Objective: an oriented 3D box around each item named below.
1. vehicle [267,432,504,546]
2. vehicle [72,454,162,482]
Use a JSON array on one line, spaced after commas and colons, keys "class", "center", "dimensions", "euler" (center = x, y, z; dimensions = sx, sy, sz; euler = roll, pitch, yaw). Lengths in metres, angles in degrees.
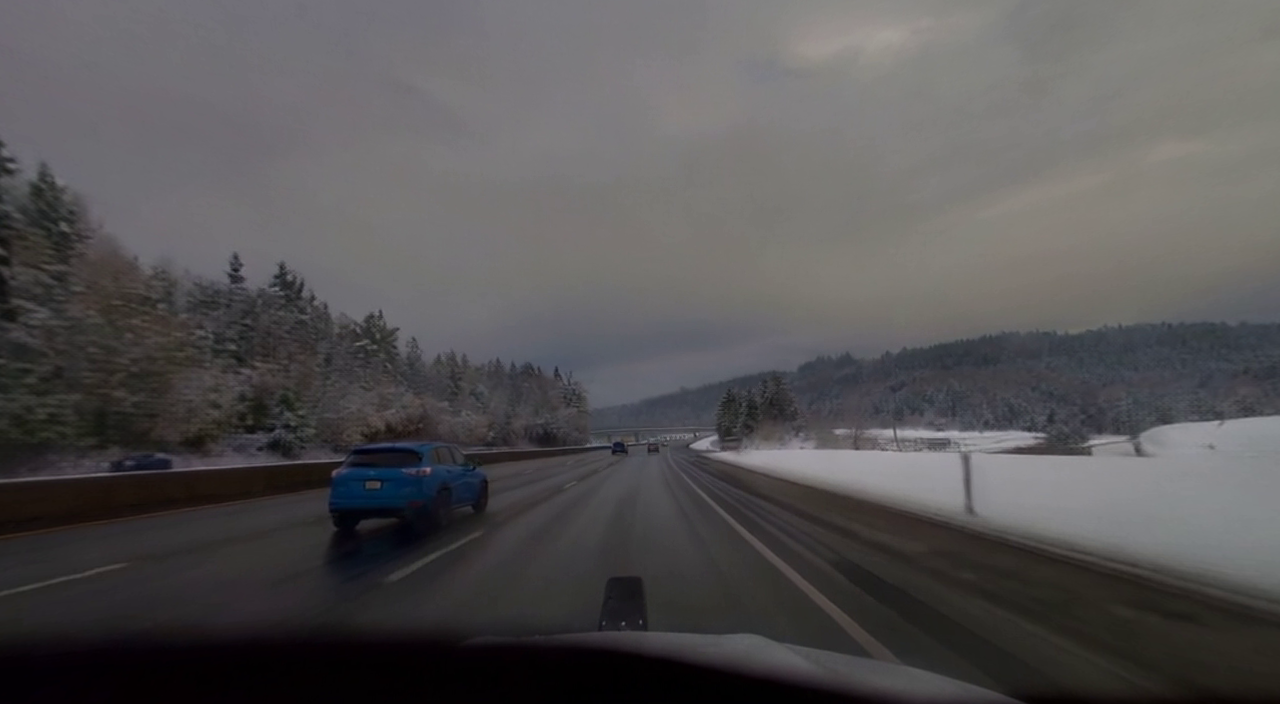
[{"class": "vehicle", "center": [-3.821, 2.136, 10.519], "dimensions": [1.996, 1.454, 4.495], "euler": [-1, -9, 1]}, {"class": "vehicle", "center": [-34.470, 7.617, 41.660], "dimensions": [1.832, 1.687, 4.502], "euler": [-1, -9, 6]}]
